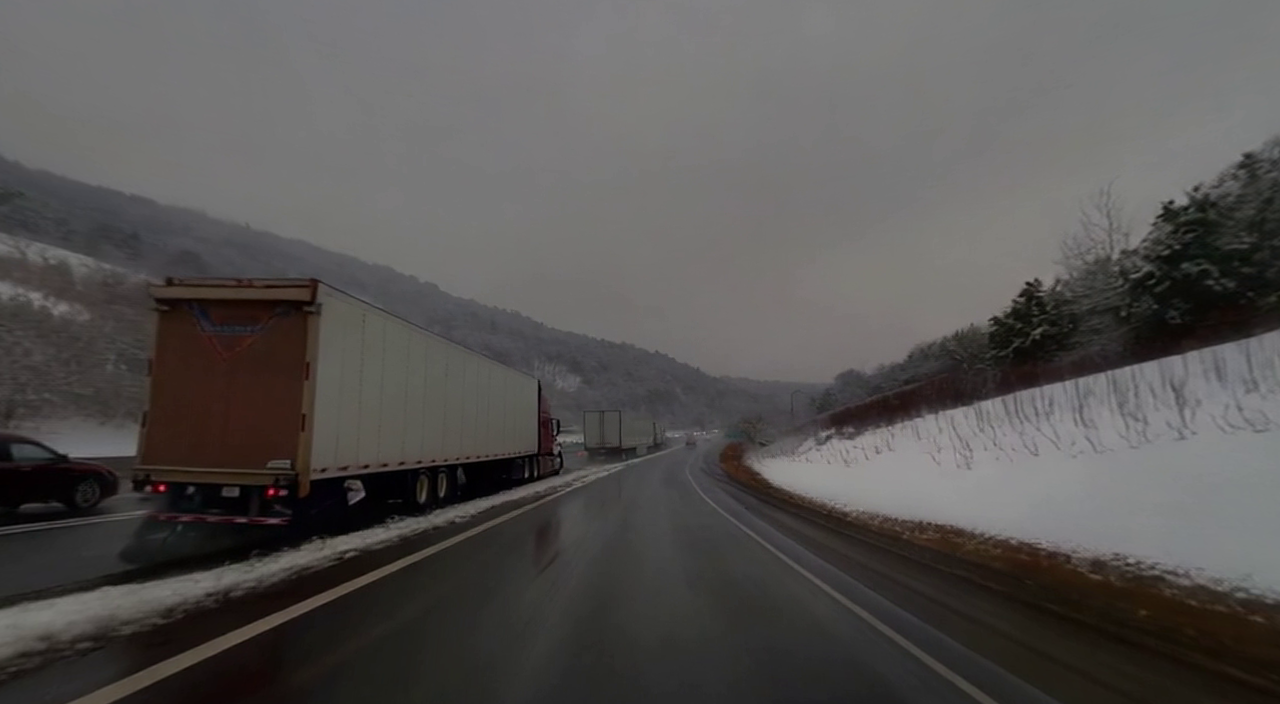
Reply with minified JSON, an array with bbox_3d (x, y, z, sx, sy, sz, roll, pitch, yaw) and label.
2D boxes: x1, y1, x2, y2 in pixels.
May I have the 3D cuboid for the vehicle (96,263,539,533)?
[{"bbox_3d":[-6.005,1.738,16.664,2.848,4.067,14.314,-1,-9,6],"label":"vehicle"}]

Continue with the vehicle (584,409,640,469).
[{"bbox_3d":[-1.616,5.804,41.531,2.968,3.439,10.174,0,-9,1],"label":"vehicle"}]
